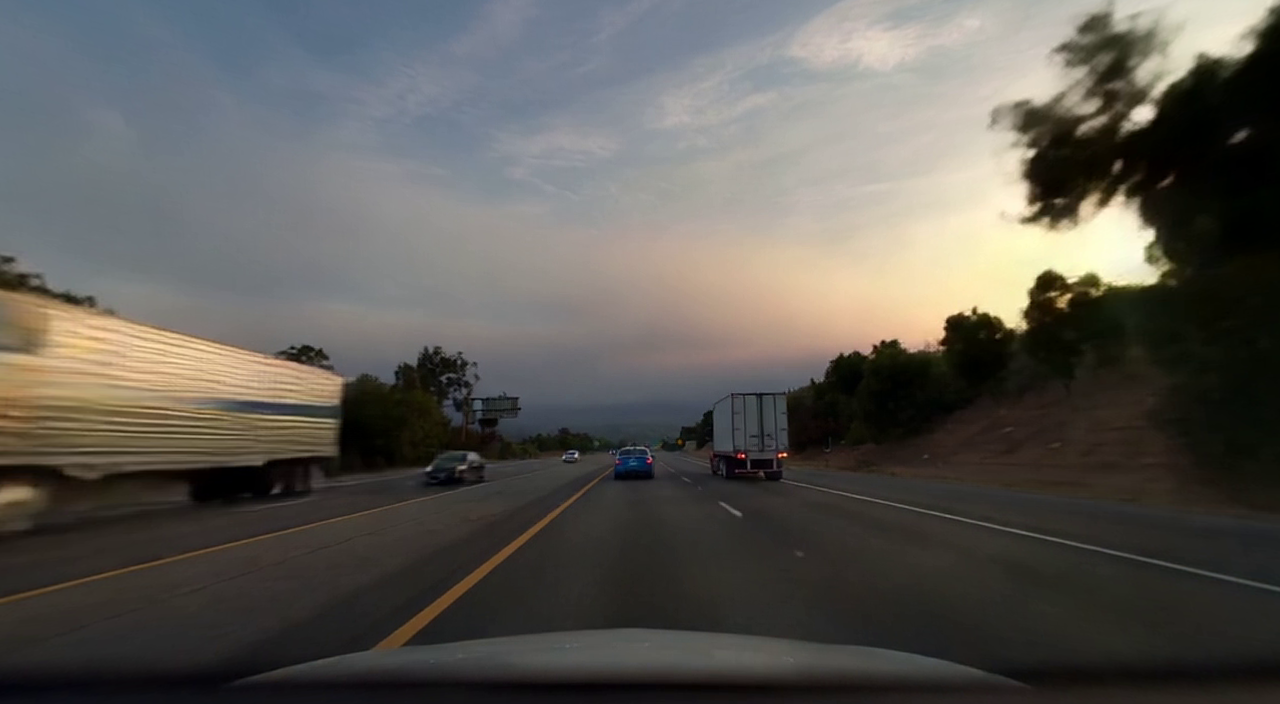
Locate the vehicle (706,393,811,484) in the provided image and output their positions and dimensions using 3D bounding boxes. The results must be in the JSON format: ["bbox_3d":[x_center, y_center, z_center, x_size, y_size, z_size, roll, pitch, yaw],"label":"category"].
[{"bbox_3d":[4.599,3.629,26.037,2.791,3.201,7.145,0,-9,-1],"label":"vehicle"}]

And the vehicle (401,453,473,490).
[{"bbox_3d":[-8.949,5.282,28.012,1.941,1.513,3.779,-1,-9,0],"label":"vehicle"}]

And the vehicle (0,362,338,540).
[{"bbox_3d":[-13.409,2.743,17.482,3.243,3.224,13.889,0,-9,-1],"label":"vehicle"}]

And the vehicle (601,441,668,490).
[{"bbox_3d":[-0.191,3.821,21.362,2.066,1.490,3.759,0,-9,-1],"label":"vehicle"}]
